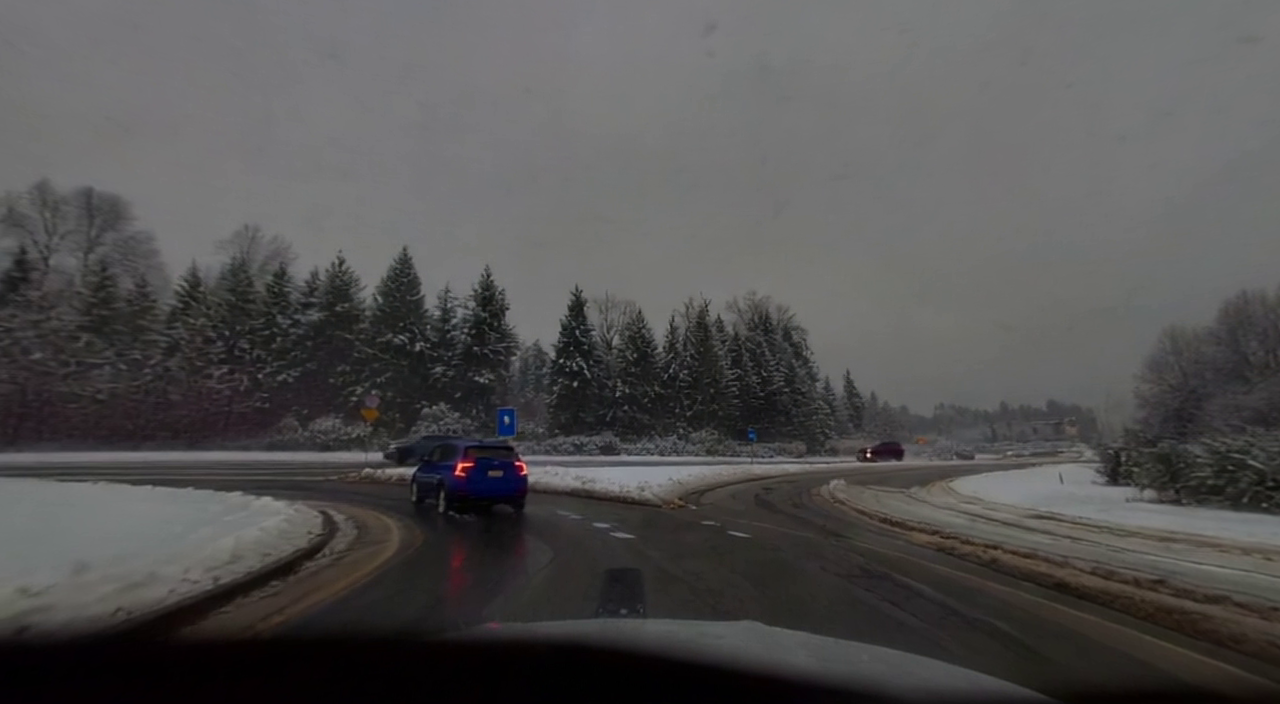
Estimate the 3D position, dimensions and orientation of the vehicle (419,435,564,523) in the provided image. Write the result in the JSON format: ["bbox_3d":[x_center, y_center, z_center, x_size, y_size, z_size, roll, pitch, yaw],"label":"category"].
[{"bbox_3d":[-3.429,2.718,13.990,2.078,1.607,4.010,5,-10,-29],"label":"vehicle"}]
